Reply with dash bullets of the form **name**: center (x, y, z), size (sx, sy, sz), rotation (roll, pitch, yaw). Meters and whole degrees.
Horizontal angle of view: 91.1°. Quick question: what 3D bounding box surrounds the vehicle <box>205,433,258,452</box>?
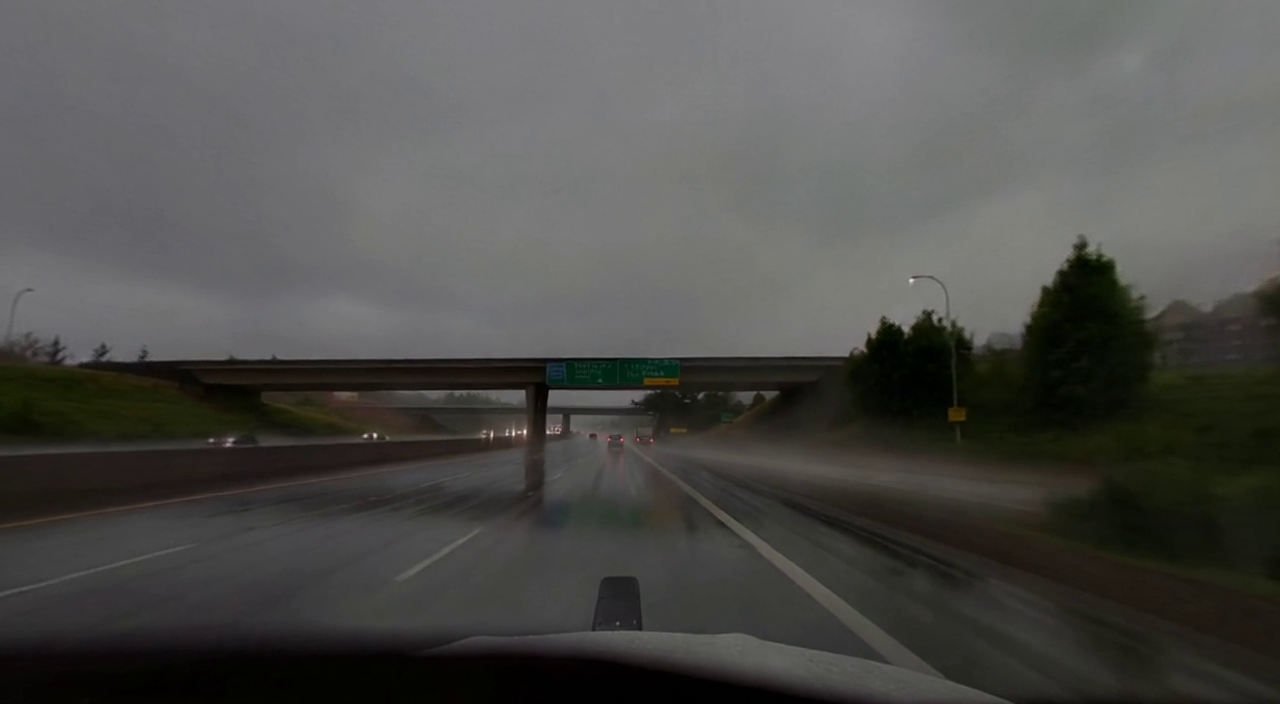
- **vehicle**: center (-31.746, 7.022, 48.945), size (1.715, 1.396, 3.759), rotation (0, -8, -2)
